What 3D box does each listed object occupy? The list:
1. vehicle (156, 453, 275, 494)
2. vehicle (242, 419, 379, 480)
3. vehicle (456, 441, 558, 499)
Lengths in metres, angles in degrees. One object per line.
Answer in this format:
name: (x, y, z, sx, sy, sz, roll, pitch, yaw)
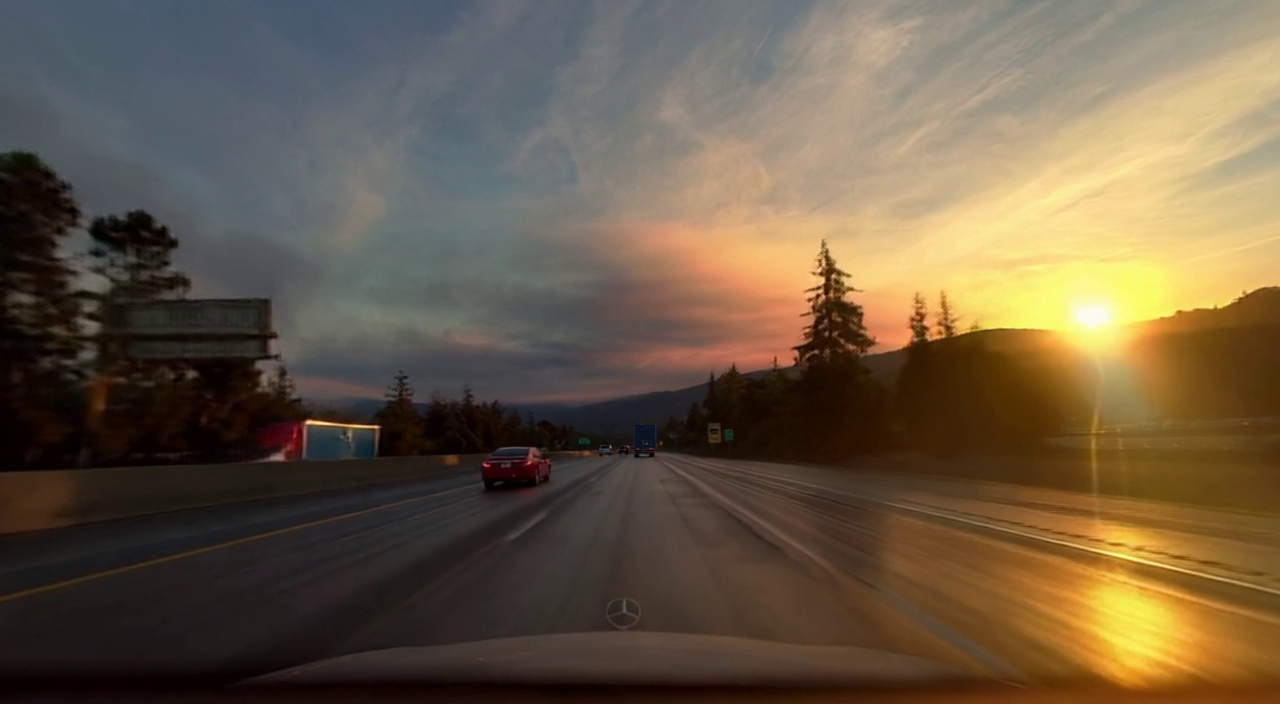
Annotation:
vehicle: (-16.895, 4.827, 25.430, 1.788, 1.455, 4.243, -1, -9, 1)
vehicle: (-23.709, 7.170, 46.422, 2.972, 3.912, 10.298, -2, -9, 11)
vehicle: (-3.909, 3.574, 19.490, 1.999, 1.533, 4.870, -1, -9, 1)
